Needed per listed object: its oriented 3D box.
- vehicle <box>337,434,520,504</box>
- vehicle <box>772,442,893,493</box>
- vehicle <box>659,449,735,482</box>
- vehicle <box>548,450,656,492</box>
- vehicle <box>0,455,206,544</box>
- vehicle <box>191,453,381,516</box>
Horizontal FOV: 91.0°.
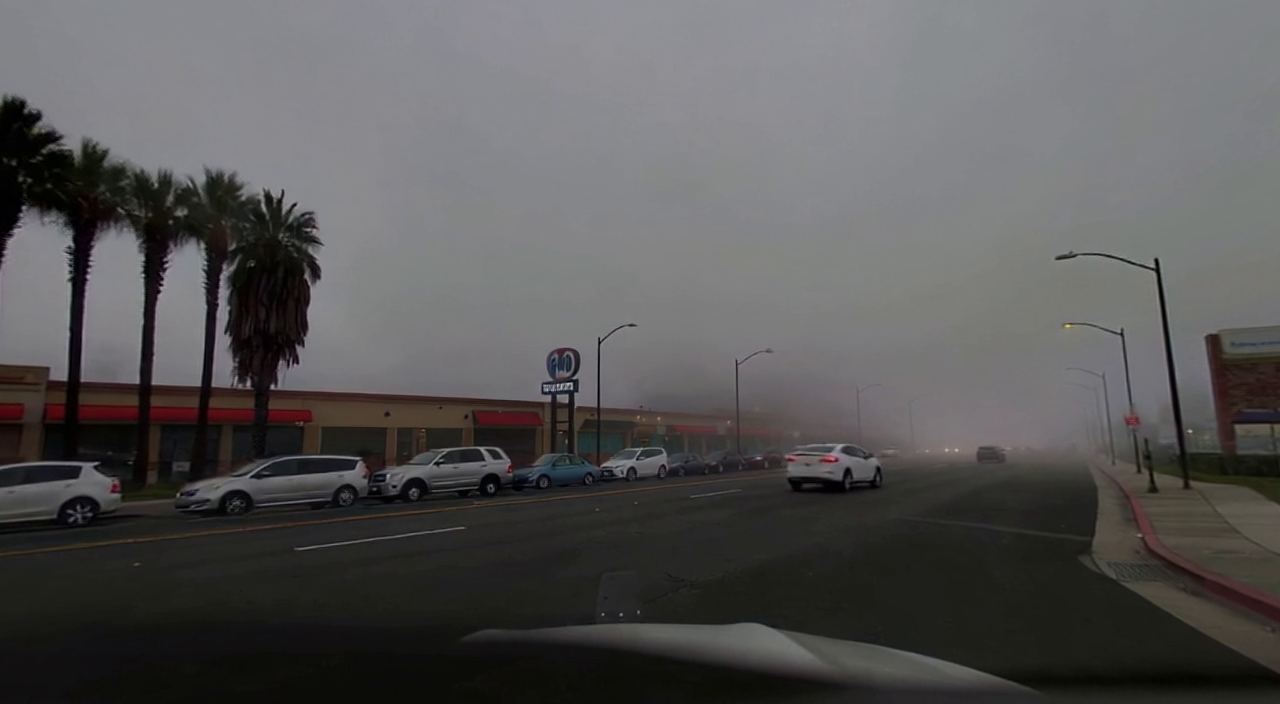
[{"bbox_3d":[-6.175,3.596,18.994,1.989,1.792,4.884,-9,-15,35],"label":"vehicle"},{"bbox_3d":[6.703,3.858,21.520,2.232,1.513,5.090,-6,-11,37],"label":"vehicle"},{"bbox_3d":[2.869,5.504,30.876,1.776,1.448,4.137,-6,-11,37],"label":"vehicle"},{"bbox_3d":[-1.409,4.650,25.001,1.837,1.468,4.389,-6,-11,37],"label":"vehicle"},{"bbox_3d":[-11.440,2.739,12.004,1.854,1.482,4.756,-6,-11,37],"label":"vehicle"},{"bbox_3d":[-10.567,3.900,19.135,1.900,1.615,4.573,-6,-11,37],"label":"vehicle"}]
